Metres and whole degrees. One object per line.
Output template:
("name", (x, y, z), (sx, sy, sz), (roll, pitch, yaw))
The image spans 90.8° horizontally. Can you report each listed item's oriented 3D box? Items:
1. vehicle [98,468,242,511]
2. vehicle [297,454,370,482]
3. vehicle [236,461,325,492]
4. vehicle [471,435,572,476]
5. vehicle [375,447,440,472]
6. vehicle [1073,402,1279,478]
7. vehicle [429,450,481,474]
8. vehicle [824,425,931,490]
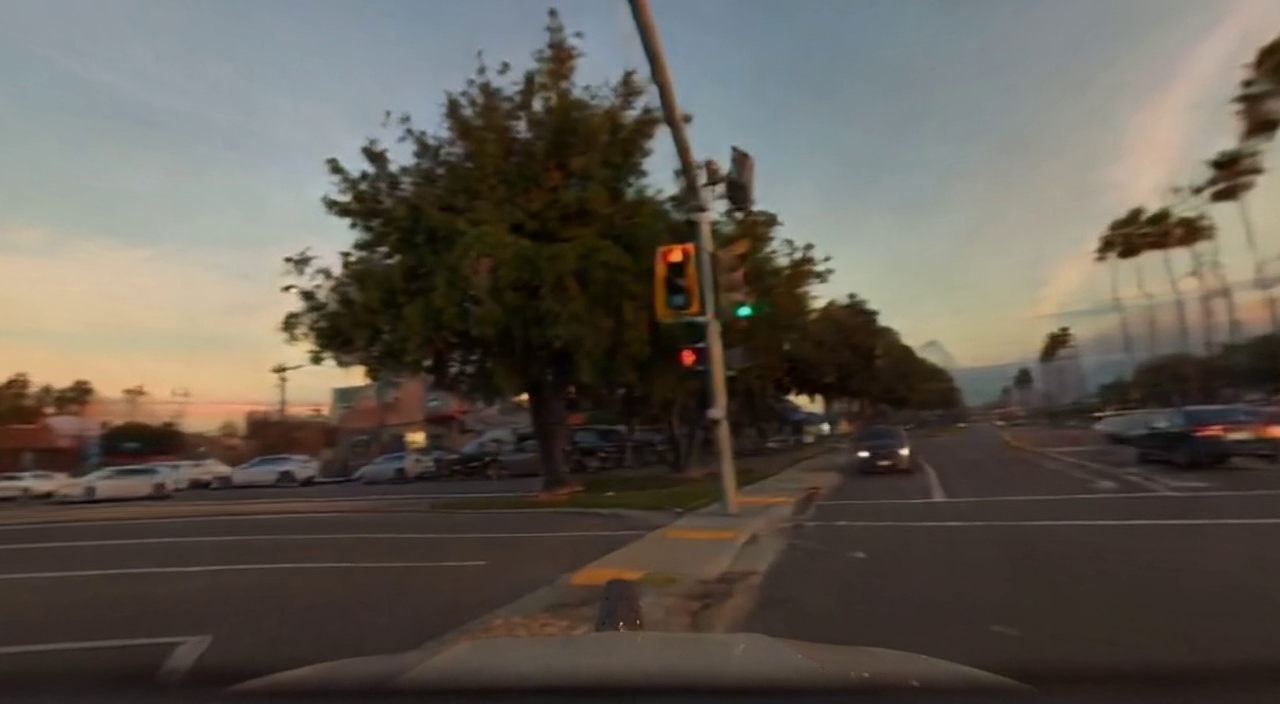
("vehicle", (-19.049, 5.561, 25.911), (2.085, 1.398, 4.355), (-2, -9, 12))
("vehicle", (-20.203, 7.624, 41.831), (1.867, 1.433, 4.377), (8, -7, 12))
("vehicle", (-20.200, 6.988, 35.686), (1.997, 1.459, 4.199), (-2, -8, 12))
("vehicle", (-5.538, 4.777, 29.465), (4.286, 1.569, 2.068), (-4, -4, 29))
("vehicle", (-15.383, 7.156, 42.012), (1.992, 1.533, 4.178), (-3, -10, 15))
("vehicle", (12.612, 2.106, 14.994), (2.068, 1.509, 4.687), (-2, -8, 11))
("vehicle", (-12.312, 7.339, 42.296), (1.787, 1.464, 3.877), (-3, -9, 10))
("vehicle", (6.365, 2.865, 17.481), (1.951, 1.546, 4.597), (-2, -8, 11))
